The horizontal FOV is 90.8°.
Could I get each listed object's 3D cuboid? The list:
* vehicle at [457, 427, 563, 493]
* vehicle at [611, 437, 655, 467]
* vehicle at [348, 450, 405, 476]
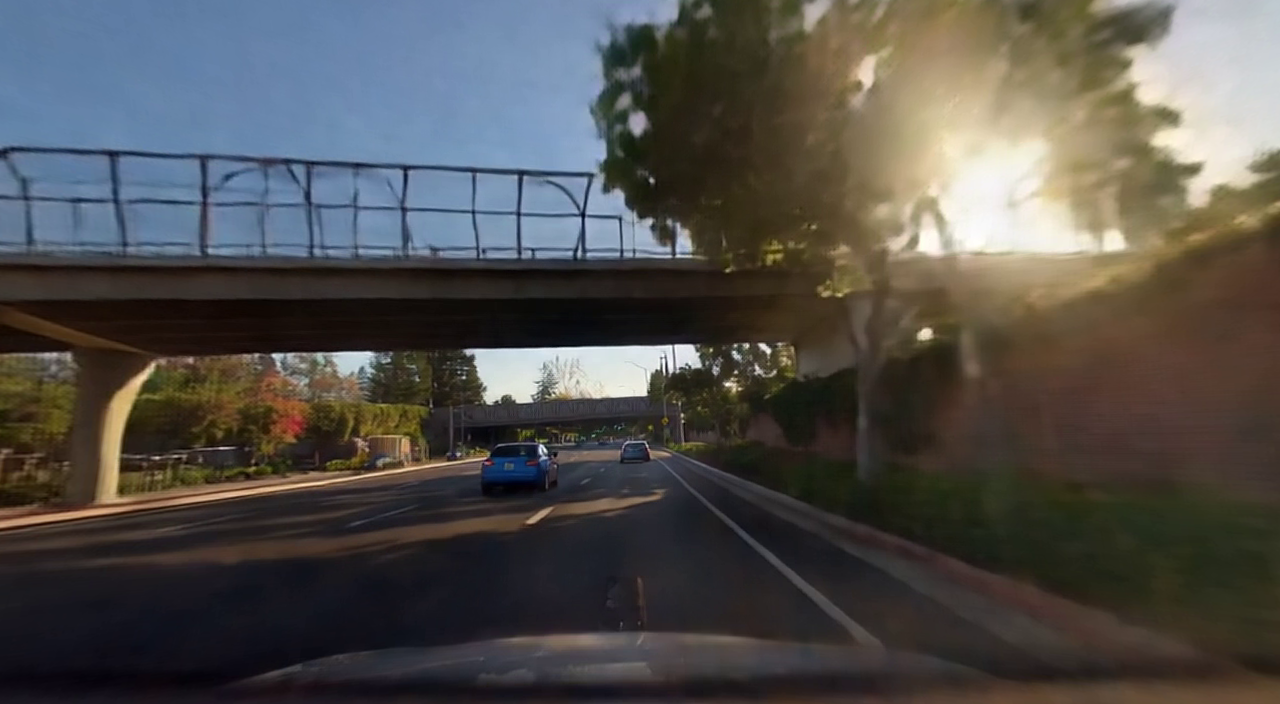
[{"bbox_3d":[-3.811,3.247,19.430,2.223,1.771,4.581,0,-8,1],"label":"vehicle"},{"bbox_3d":[-0.395,5.410,34.440,2.205,1.509,4.272,0,-8,-1],"label":"vehicle"},{"bbox_3d":[-18.079,7.626,43.585,1.983,1.552,4.798,0,-8,-1],"label":"vehicle"}]
